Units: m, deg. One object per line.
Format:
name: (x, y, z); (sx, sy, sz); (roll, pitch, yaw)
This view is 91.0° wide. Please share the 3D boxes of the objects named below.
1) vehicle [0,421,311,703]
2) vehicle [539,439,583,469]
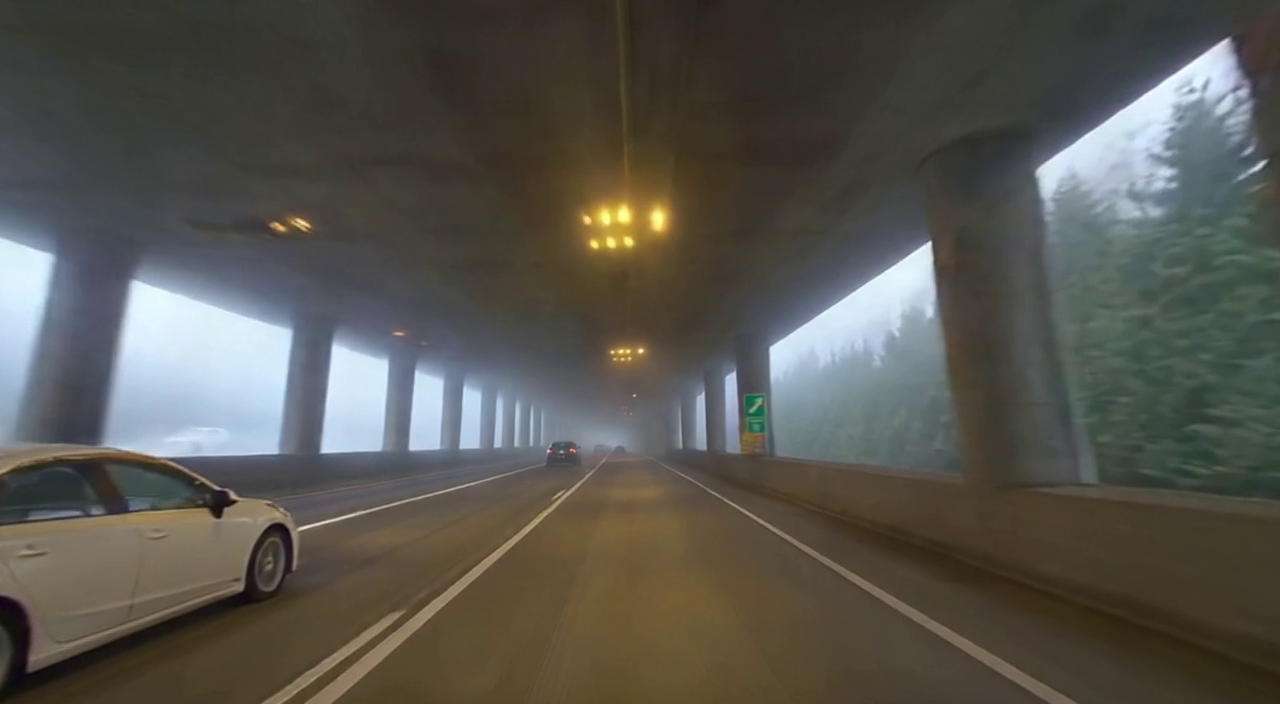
vehicle: (-3.955, 1.144, 3.570); (1.885, 1.424, 4.230); (-1, -8, 0)
vehicle: (-4.272, 5.585, 34.753); (1.973, 1.474, 4.199); (-1, -8, -1)
